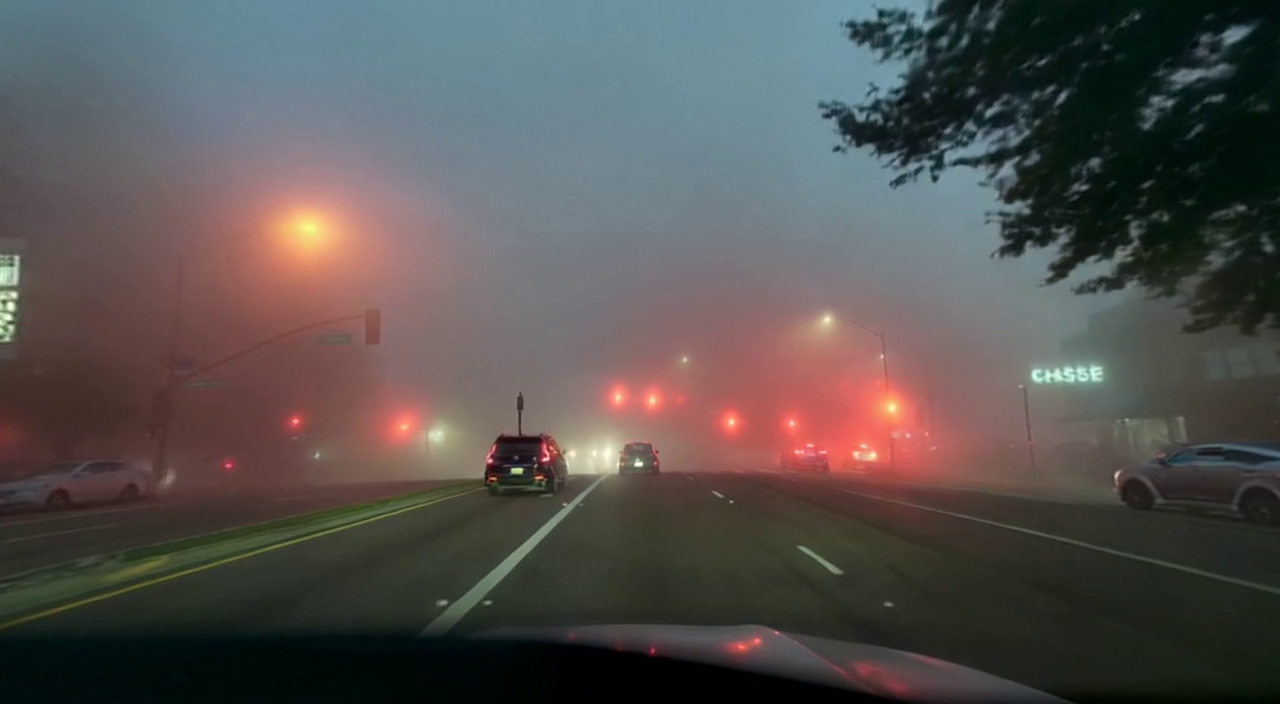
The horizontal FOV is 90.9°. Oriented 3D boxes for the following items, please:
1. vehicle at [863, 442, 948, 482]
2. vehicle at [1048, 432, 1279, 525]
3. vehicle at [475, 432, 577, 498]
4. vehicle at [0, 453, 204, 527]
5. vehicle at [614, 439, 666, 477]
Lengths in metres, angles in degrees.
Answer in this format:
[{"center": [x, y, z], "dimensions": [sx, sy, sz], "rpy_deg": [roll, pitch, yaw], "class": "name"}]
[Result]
[{"center": [11.151, 4.613, 26.802], "dimensions": [1.935, 1.435, 4.141], "rpy_deg": [3, -8, 1], "class": "vehicle"}, {"center": [10.397, 2.358, 12.339], "dimensions": [1.936, 1.474, 4.331], "rpy_deg": [0, -8, 0], "class": "vehicle"}, {"center": [-3.187, 3.256, 18.652], "dimensions": [2.057, 1.678, 4.639], "rpy_deg": [0, -8, 1], "class": "vehicle"}, {"center": [-12.898, 3.129, 14.748], "dimensions": [4.481, 1.455, 2.068], "rpy_deg": [-3, -9, 19], "class": "vehicle"}, {"center": [0.000, 4.541, 27.194], "dimensions": [2.059, 1.477, 3.988], "rpy_deg": [0, -8, 0], "class": "vehicle"}]
